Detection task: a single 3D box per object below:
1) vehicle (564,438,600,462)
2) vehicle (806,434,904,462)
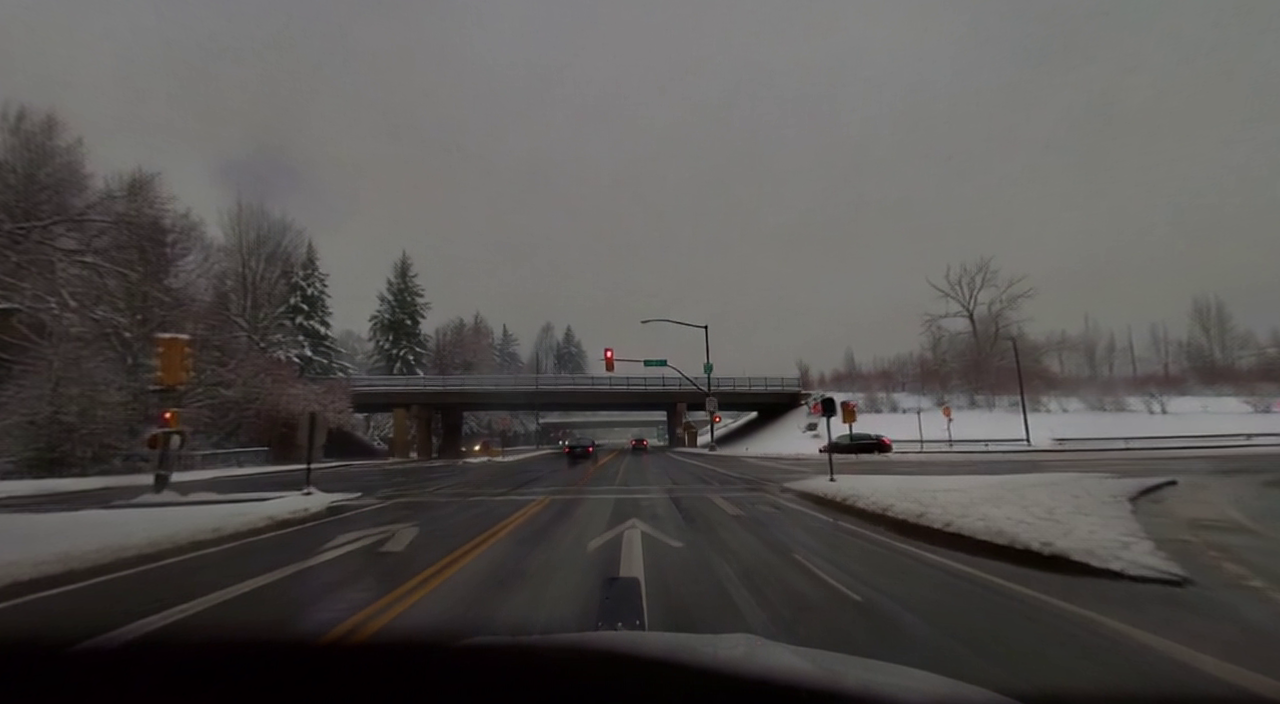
[{"bbox_3d":[-3.885,6.666,43.027,2.082,1.472,4.310,0,-8,0],"label":"vehicle"},{"bbox_3d":[11.670,5.216,34.423,4.691,1.466,1.800,1,-9,-7],"label":"vehicle"}]
